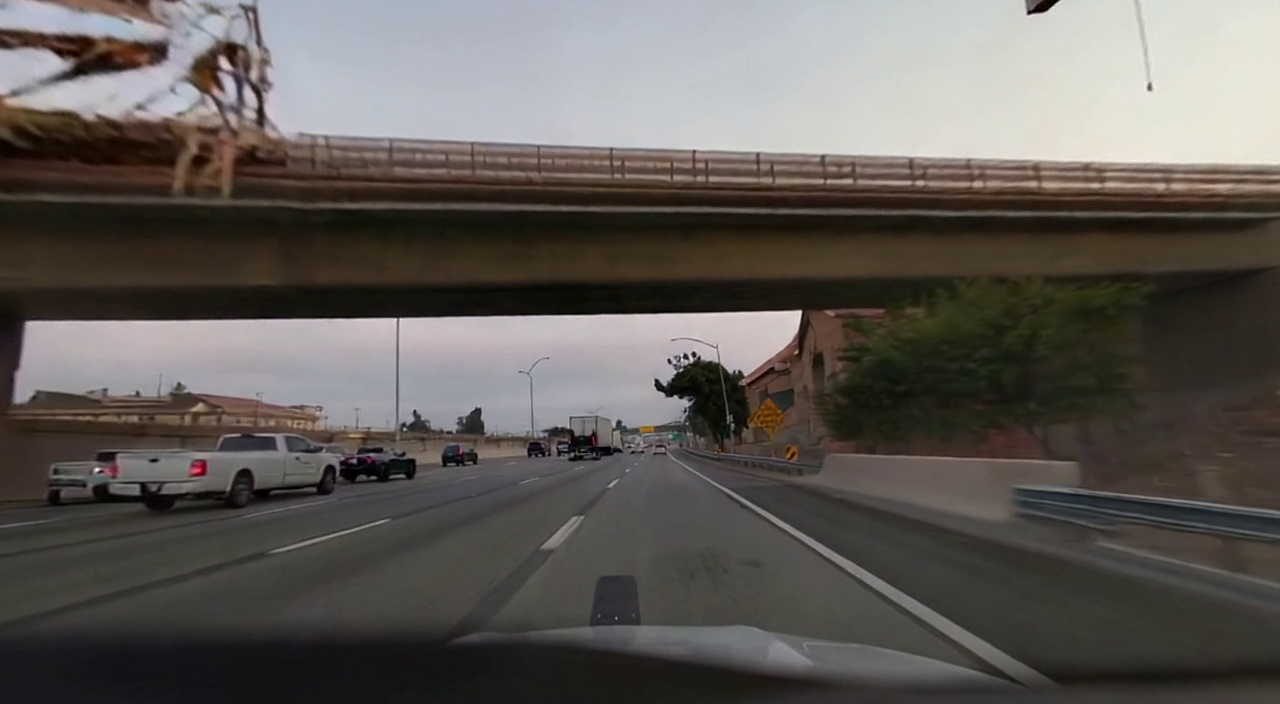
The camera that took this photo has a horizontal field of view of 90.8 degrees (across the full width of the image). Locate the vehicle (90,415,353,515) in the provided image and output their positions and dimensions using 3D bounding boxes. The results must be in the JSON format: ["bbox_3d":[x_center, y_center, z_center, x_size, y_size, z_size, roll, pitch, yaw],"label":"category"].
[{"bbox_3d":[-10.158,2.835,16.336,2.394,2.056,6.251,0,-9,1],"label":"vehicle"}]
